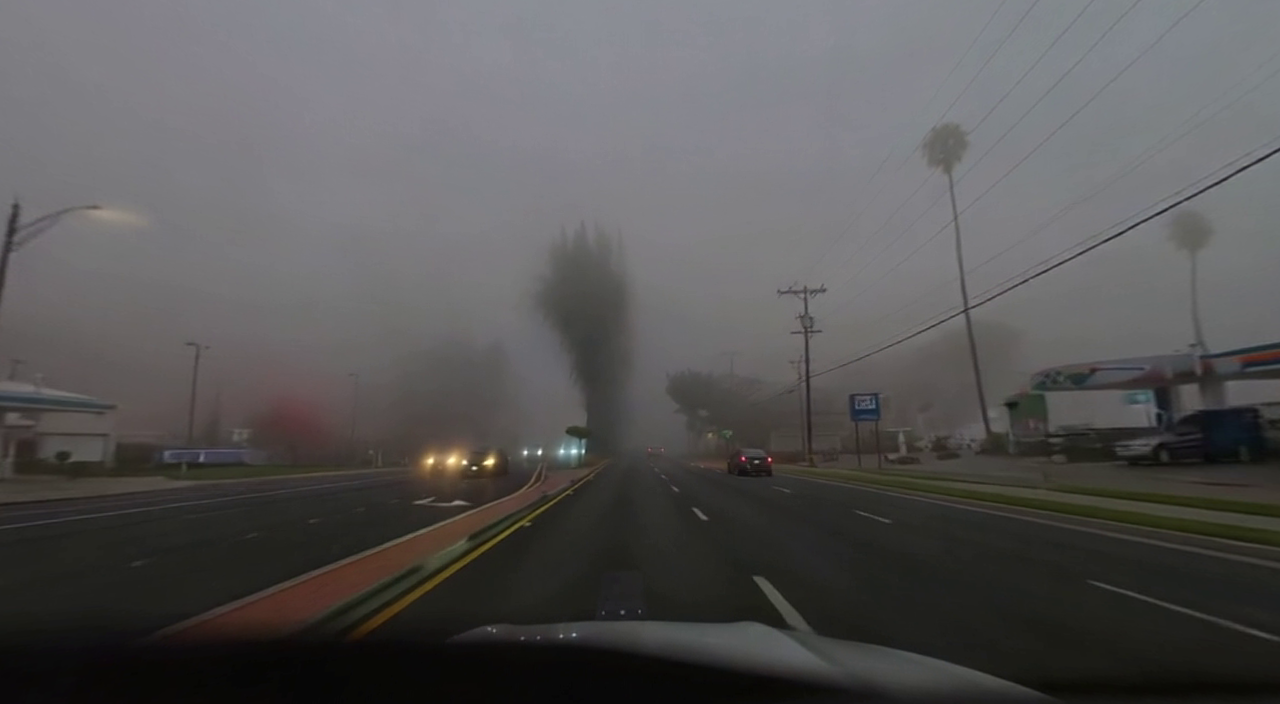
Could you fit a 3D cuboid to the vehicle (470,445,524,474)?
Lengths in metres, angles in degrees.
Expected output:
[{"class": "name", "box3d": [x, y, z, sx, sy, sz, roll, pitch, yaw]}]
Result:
[{"class": "vehicle", "box3d": [-8.006, 6.063, 35.880, 1.946, 1.471, 4.587, 0, -9, 1]}]

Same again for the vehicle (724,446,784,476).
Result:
[{"class": "vehicle", "box3d": [5.920, 5.709, 33.373, 2.261, 1.479, 4.403, 0, -9, -2]}]

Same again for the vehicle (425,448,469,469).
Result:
[{"class": "vehicle", "box3d": [-14.954, 8.232, 49.138, 1.882, 1.491, 4.504, -1, -9, 2]}]
